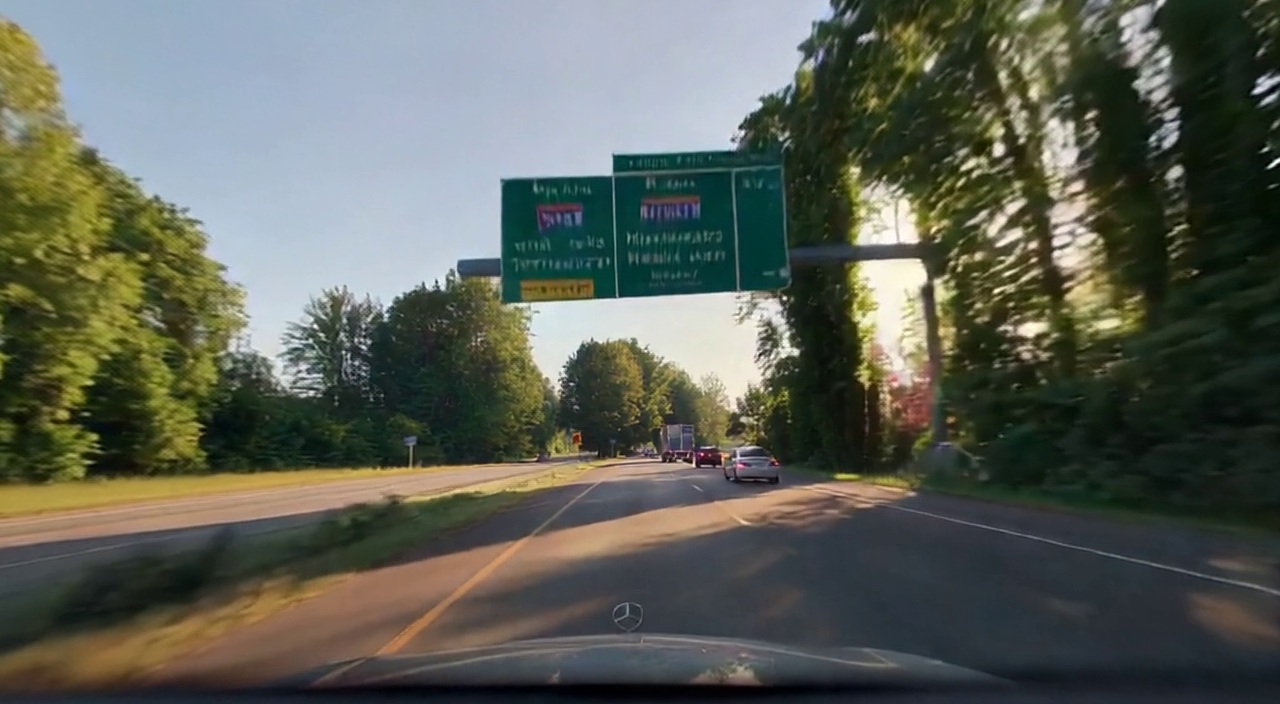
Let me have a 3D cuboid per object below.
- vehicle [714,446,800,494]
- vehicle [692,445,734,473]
[{"bbox_3d":[3.961,4.076,22.177,2.031,1.491,4.883,0,-9,-1],"label":"vehicle"},{"bbox_3d":[4.736,7.022,41.468,2.118,1.688,4.715,0,-9,-1],"label":"vehicle"}]
